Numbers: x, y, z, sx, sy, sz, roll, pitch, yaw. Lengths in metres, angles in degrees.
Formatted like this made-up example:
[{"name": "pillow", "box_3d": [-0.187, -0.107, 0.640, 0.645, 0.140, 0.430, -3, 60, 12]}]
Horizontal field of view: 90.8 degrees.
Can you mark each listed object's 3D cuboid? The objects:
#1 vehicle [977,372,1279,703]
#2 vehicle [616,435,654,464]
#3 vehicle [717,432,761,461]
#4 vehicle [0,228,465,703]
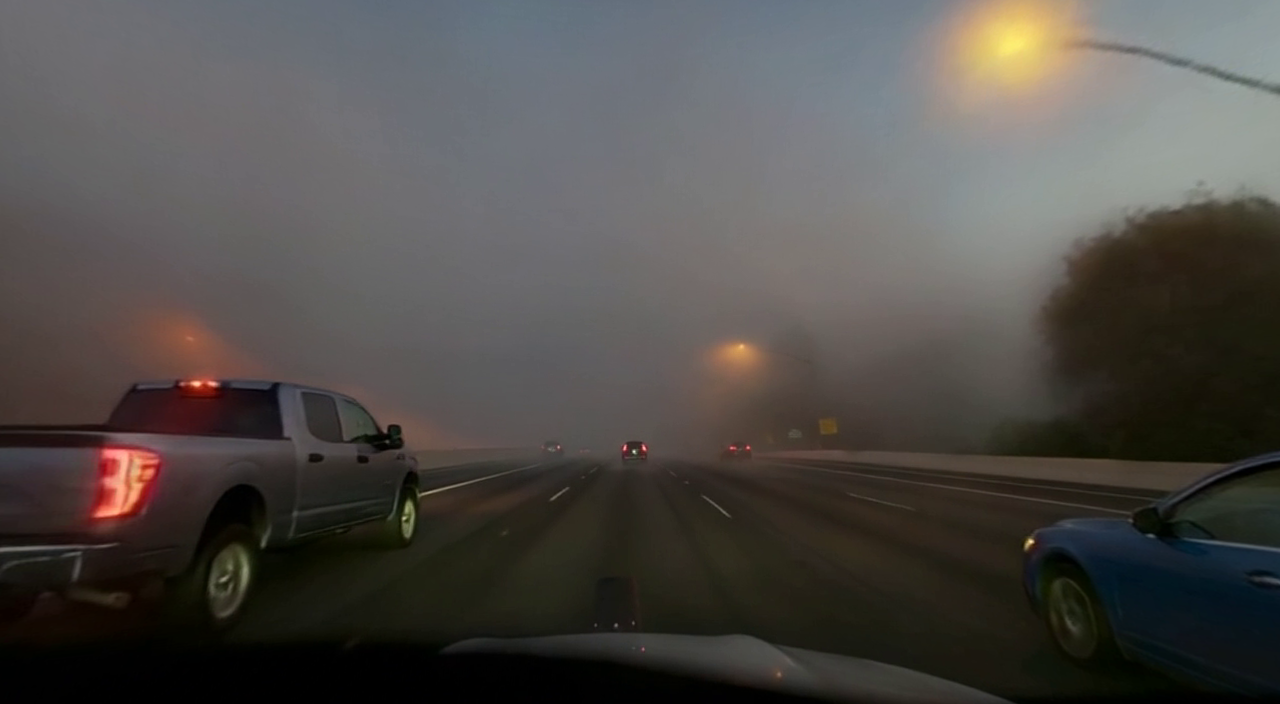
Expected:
[{"name": "vehicle", "box_3d": [3.082, 0.731, 1.365, 2.072, 1.501, 4.694, 0, -8, -1]}, {"name": "vehicle", "box_3d": [-0.317, 5.853, 38.088, 2.157, 1.642, 4.189, 0, -8, -1]}, {"name": "vehicle", "box_3d": [6.848, 6.598, 44.249, 2.103, 1.898, 5.310, 0, -8, -1]}, {"name": "vehicle", "box_3d": [-3.715, 0.954, 5.650, 2.592, 2.179, 6.034, 0, -8, -1]}]
